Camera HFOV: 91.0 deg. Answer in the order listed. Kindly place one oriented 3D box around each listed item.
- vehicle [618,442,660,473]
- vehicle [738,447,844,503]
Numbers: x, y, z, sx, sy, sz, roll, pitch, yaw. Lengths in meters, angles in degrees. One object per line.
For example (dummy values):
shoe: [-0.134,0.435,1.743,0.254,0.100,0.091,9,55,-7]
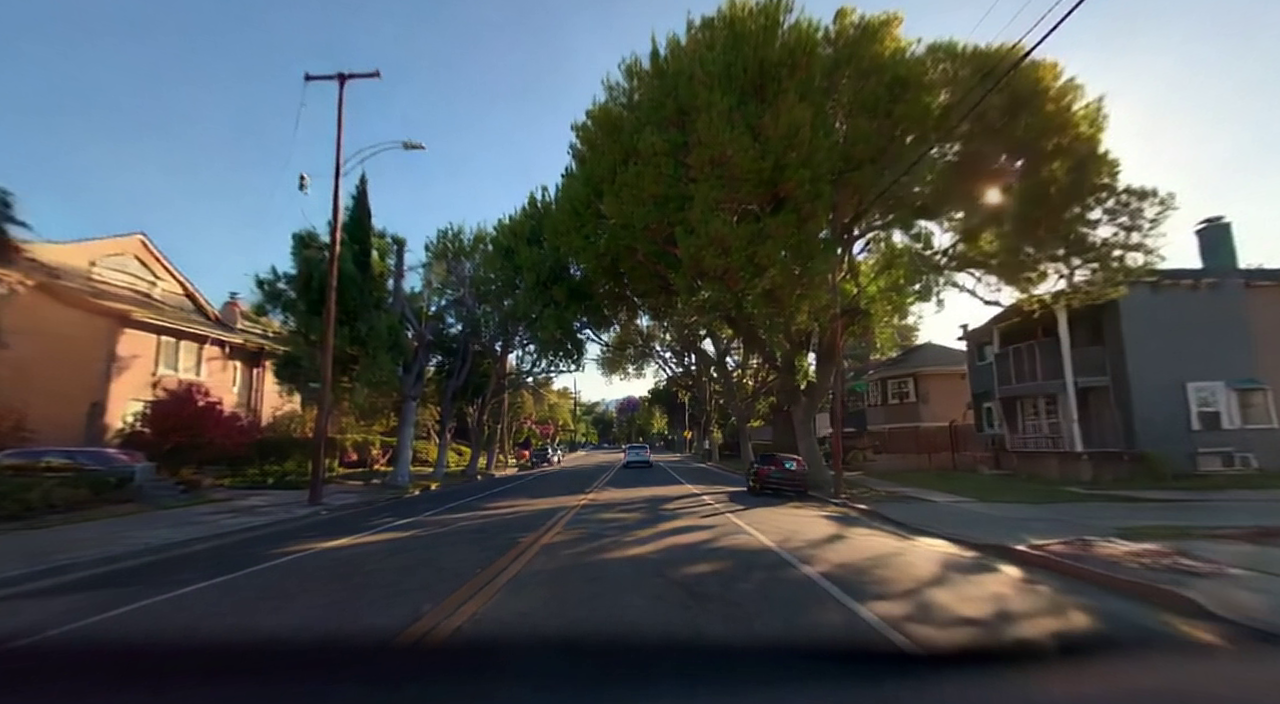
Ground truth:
vehicle: [-0.081,5.559,33.331,2.104,1.500,3.815,0,-8,-1]
vehicle: [4.489,3.728,19.640,1.977,1.481,5.155,0,-8,-1]
